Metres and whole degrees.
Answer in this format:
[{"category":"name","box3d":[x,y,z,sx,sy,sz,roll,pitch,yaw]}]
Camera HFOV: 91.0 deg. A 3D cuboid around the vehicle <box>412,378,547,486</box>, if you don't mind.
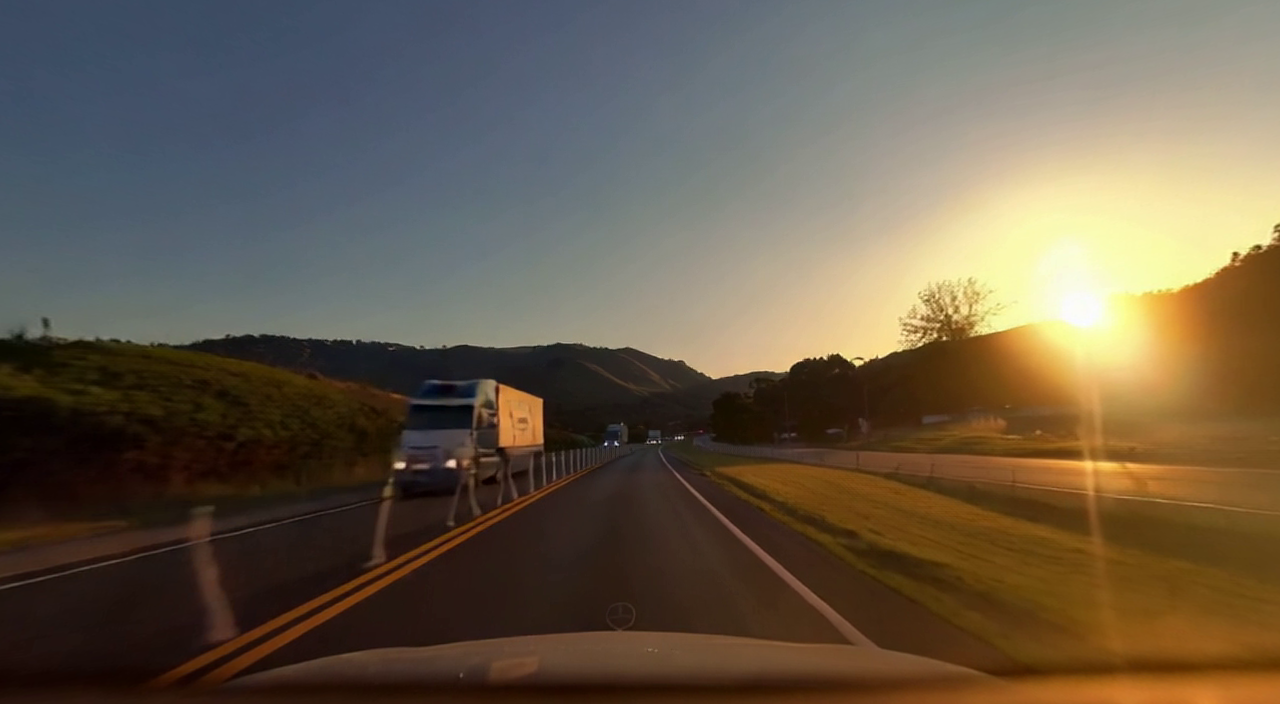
[{"category":"vehicle","box3d":[-5.815,3.216,24.734,2.751,3.436,8.990,-1,-8,1]}]
